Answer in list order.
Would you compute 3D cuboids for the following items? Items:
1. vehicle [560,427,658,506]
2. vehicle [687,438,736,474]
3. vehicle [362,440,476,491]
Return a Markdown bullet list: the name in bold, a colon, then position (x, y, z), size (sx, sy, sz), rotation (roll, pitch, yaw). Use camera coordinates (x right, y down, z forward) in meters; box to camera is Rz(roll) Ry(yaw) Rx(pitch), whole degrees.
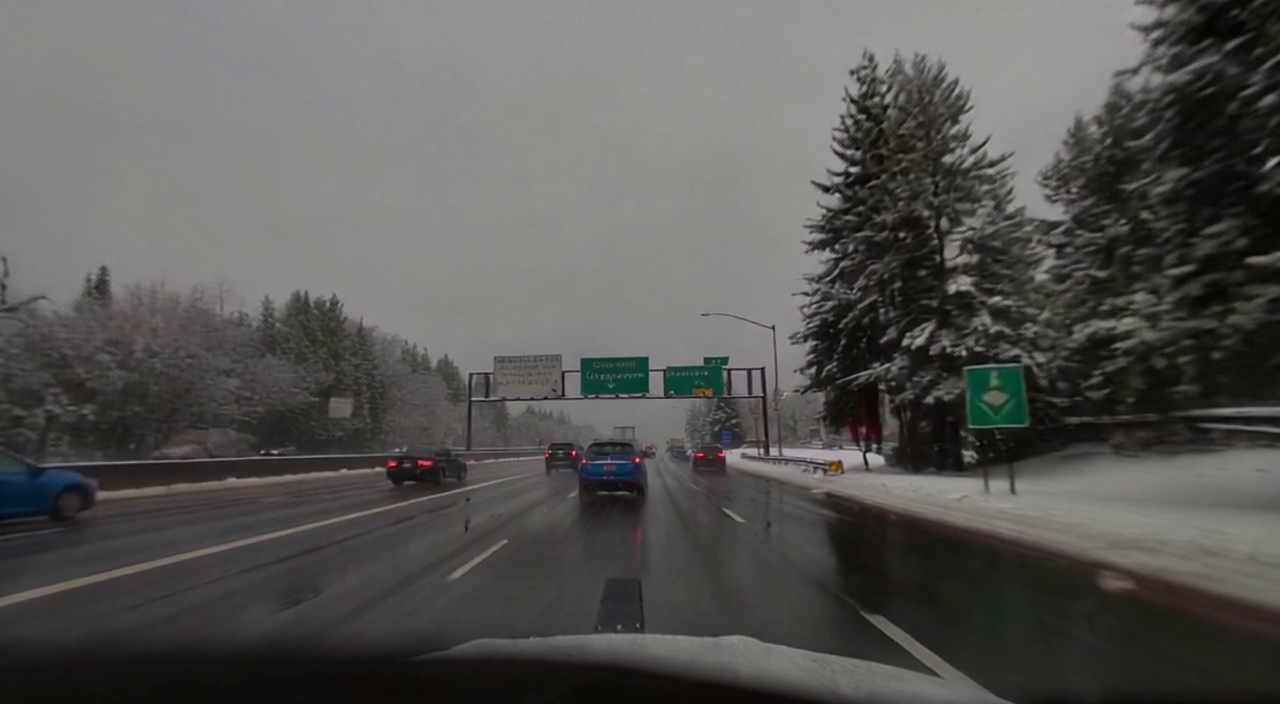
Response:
- **vehicle**: position (-0.625, 2.919, 16.472), size (2.101, 1.742, 4.495), rotation (0, -9, 3)
- **vehicle**: position (3.774, 5.586, 34.016), size (2.193, 1.778, 4.488), rotation (0, -9, 1)
- **vehicle**: position (-7.238, 3.773, 21.259), size (2.057, 1.496, 4.661), rotation (0, -9, 1)
